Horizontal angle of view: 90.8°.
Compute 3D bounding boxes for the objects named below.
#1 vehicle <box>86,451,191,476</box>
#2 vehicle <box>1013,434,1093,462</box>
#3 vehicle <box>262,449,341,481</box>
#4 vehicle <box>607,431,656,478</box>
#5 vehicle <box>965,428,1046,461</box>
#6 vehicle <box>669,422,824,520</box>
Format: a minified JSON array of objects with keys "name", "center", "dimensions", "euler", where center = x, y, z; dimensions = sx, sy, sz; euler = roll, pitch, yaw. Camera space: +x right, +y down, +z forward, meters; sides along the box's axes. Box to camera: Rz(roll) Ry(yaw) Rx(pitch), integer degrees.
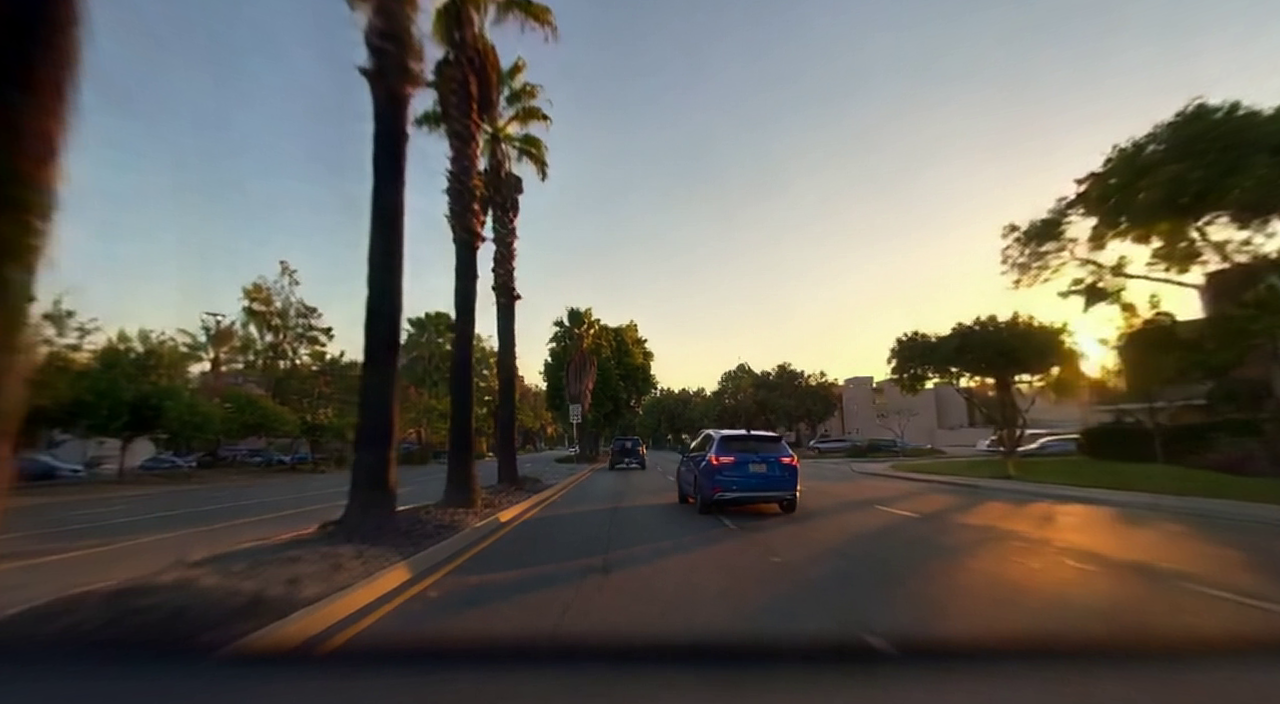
[{"name":"vehicle","center":[-32.116,7.133,40.536],"dimensions":[4.903,1.451,2.031],"euler":[0,-8,-2]},{"name":"vehicle","center":[23.957,5.601,36.803],"dimensions":[2.004,1.519,3.714],"euler":[0,-8,-3]},{"name":"vehicle","center":[-19.799,6.618,37.219],"dimensions":[2.029,1.723,4.639],"euler":[0,-8,1]},{"name":"vehicle","center":[-0.350,4.388,27.318],"dimensions":[1.981,1.854,3.983],"euler":[0,-8,0]},{"name":"vehicle","center":[21.168,5.404,36.860],"dimensions":[1.894,1.784,4.571],"euler":[-1,-8,-1]},{"name":"vehicle","center":[1.959,2.391,13.217],"dimensions":[2.239,1.693,4.301],"euler":[0,-8,-4]}]
